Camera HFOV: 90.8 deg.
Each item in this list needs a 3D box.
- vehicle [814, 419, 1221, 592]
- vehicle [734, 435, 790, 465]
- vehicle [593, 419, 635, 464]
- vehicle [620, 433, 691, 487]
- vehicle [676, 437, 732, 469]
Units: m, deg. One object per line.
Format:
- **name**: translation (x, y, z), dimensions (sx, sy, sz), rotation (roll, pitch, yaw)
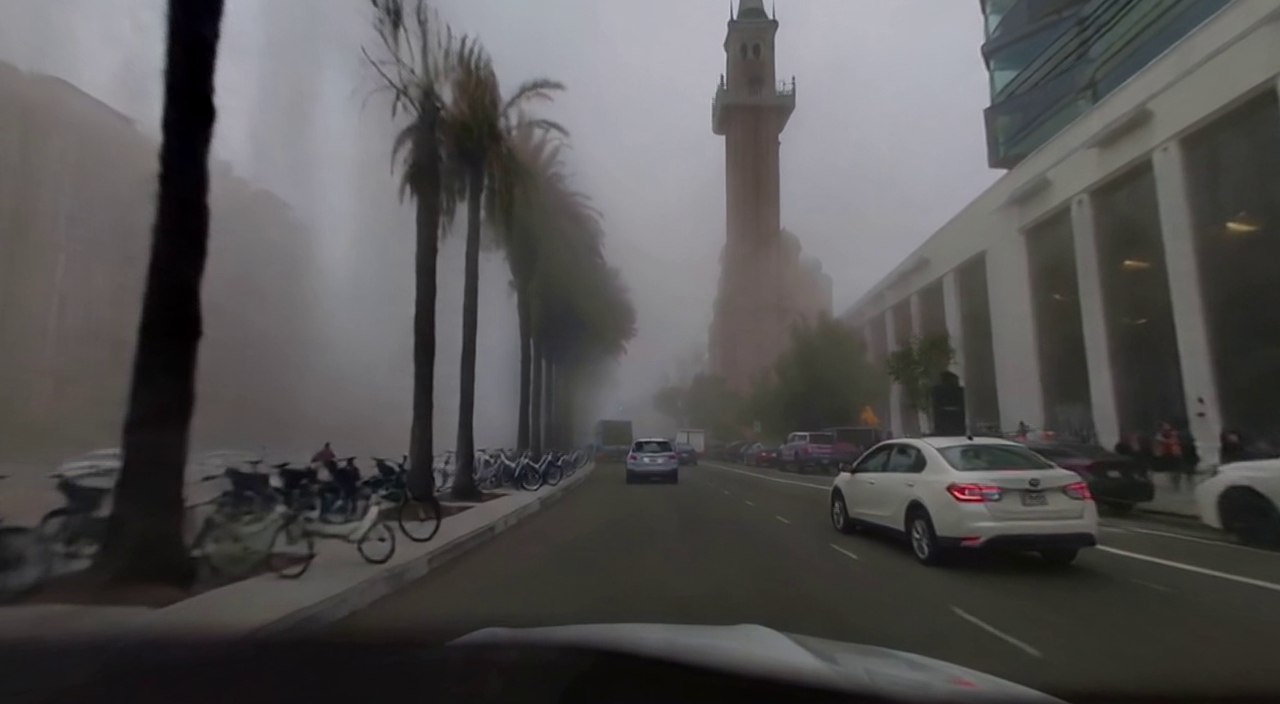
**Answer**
- **vehicle**: translation (4.018, 1.707, 8.009), dimensions (2.116, 1.500, 4.702), rotation (0, -8, -2)
- **vehicle**: translation (7.310, 5.919, 38.255), dimensions (2.067, 1.641, 4.569), rotation (1, -9, -6)
- **vehicle**: translation (-1.919, 6.263, 44.133), dimensions (2.400, 2.872, 6.053), rotation (1, -9, -7)
- **vehicle**: translation (0.406, 3.526, 20.945), dimensions (2.111, 1.605, 3.832), rotation (0, -8, -2)
- **vehicle**: translation (3.318, 5.339, 33.554), dimensions (1.981, 1.572, 4.718), rotation (1, -9, -6)
